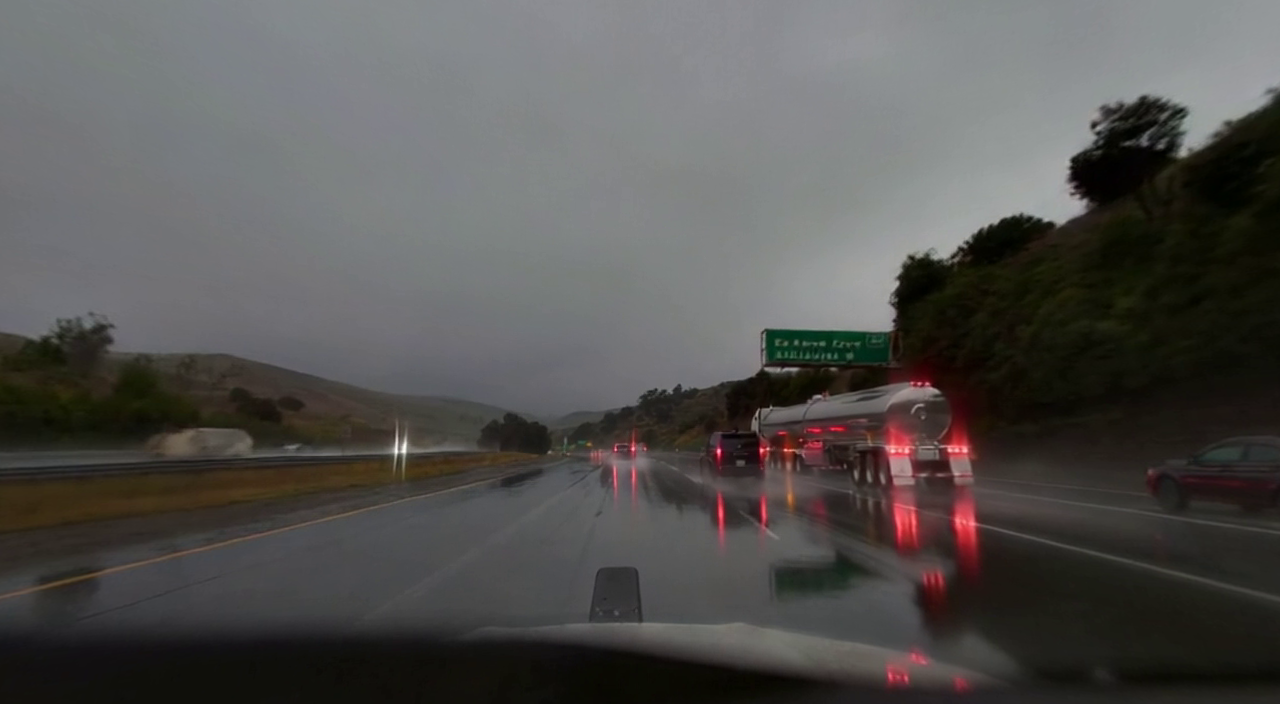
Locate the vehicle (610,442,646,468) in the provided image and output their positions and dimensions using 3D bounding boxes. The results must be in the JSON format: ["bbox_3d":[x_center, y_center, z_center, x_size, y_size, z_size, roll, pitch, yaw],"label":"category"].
[{"bbox_3d":[-0.740,6.159,37.864,2.083,1.477,3.965,0,-9,-2],"label":"vehicle"}]

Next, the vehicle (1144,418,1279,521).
[{"bbox_3d":[11.181,1.907,10.276,2.008,1.624,4.667,0,-9,-1],"label":"vehicle"}]

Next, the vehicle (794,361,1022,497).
[{"bbox_3d":[7.514,2.544,19.928,2.805,3.212,9.978,0,-9,0],"label":"vehicle"}]

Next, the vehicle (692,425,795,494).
[{"bbox_3d":[2.891,3.139,18.767,2.098,1.794,4.561,0,-9,-2],"label":"vehicle"}]
